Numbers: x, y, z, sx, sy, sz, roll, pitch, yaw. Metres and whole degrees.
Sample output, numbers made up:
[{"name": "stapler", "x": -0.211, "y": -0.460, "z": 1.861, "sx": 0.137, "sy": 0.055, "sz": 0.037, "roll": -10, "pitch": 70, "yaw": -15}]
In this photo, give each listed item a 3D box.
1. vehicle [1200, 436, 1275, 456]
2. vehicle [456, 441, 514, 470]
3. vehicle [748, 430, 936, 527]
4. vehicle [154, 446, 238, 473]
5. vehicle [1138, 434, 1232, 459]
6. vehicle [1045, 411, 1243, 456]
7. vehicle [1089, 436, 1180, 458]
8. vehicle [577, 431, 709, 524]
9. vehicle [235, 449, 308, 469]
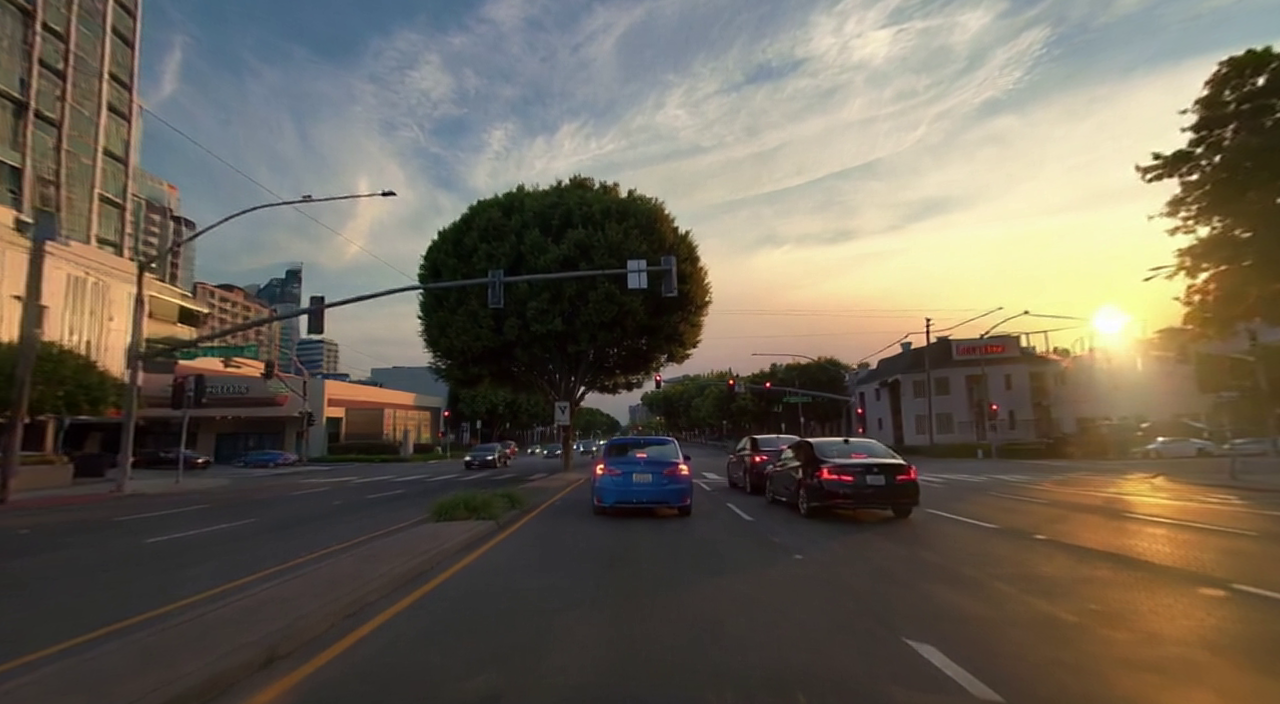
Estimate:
[{"name": "vehicle", "x": 42.010, "y": 6.612, "z": 44.432, "sx": 3.442, "sy": 1.409, "sz": 1.770, "roll": 0, "pitch": -9, "yaw": -1}, {"name": "vehicle", "x": -8.581, "y": 5.765, "z": 35.298, "sx": 2.004, "sy": 1.476, "sz": 4.671, "roll": 0, "pitch": -9, "yaw": 1}, {"name": "vehicle", "x": 3.532, "y": 2.304, "z": 12.112, "sx": 2.018, "sy": 1.491, "sz": 4.544, "roll": 0, "pitch": -9, "yaw": -1}, {"name": "vehicle", "x": -26.862, "y": 6.500, "z": 38.297, "sx": 3.657, "sy": 1.528, "sz": 1.783, "roll": 1, "pitch": -9, "yaw": -4}, {"name": "vehicle", "x": 35.003, "y": 6.062, "z": 40.666, "sx": 4.190, "sy": 1.535, "sz": 1.998, "roll": 0, "pitch": -9, "yaw": -1}, {"name": "vehicle", "x": 38.196, "y": 6.240, "z": 48.134, "sx": 12.695, "sy": 3.252, "sz": 3.036, "roll": 0, "pitch": -9, "yaw": -3}, {"name": "vehicle", "x": 34.419, "y": 6.603, "z": 44.054, "sx": 4.616, "sy": 1.476, "sz": 2.165, "roll": 0, "pitch": -9, "yaw": -3}, {"name": "vehicle", "x": 0.012, "y": 2.297, "z": 12.091, "sx": 2.087, "sy": 1.468, "sz": 4.014, "roll": 0, "pitch": -9, "yaw": -1}, {"name": "vehicle", "x": -27.760, "y": 8.060, "z": 47.738, "sx": 4.423, "sy": 1.470, "sz": 1.877, "roll": 3, "pitch": -9, "yaw": -21}]
